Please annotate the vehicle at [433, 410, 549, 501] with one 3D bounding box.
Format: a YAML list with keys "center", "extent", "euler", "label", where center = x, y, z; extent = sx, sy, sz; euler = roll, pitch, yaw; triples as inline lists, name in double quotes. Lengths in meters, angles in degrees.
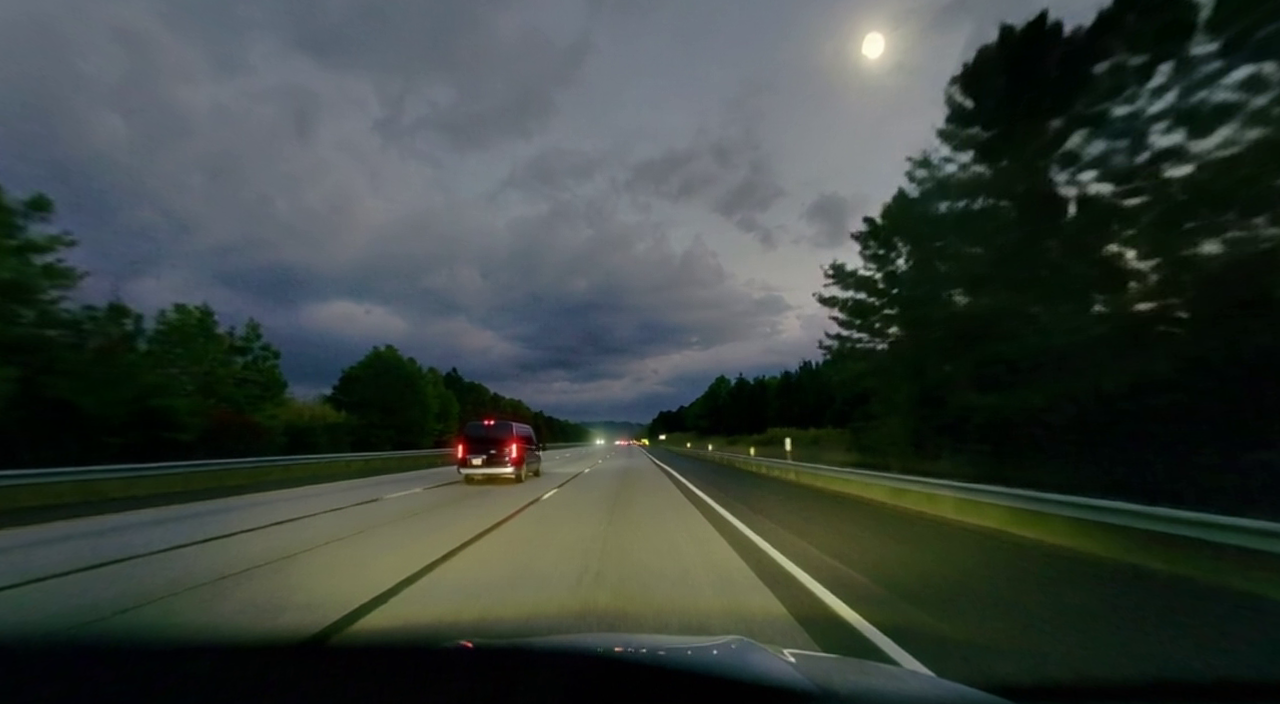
- center: [-3.732, 2.698, 16.735]
  extent: [1.976, 2.029, 4.737]
  euler: [-1, -8, 0]
  label: "vehicle"
